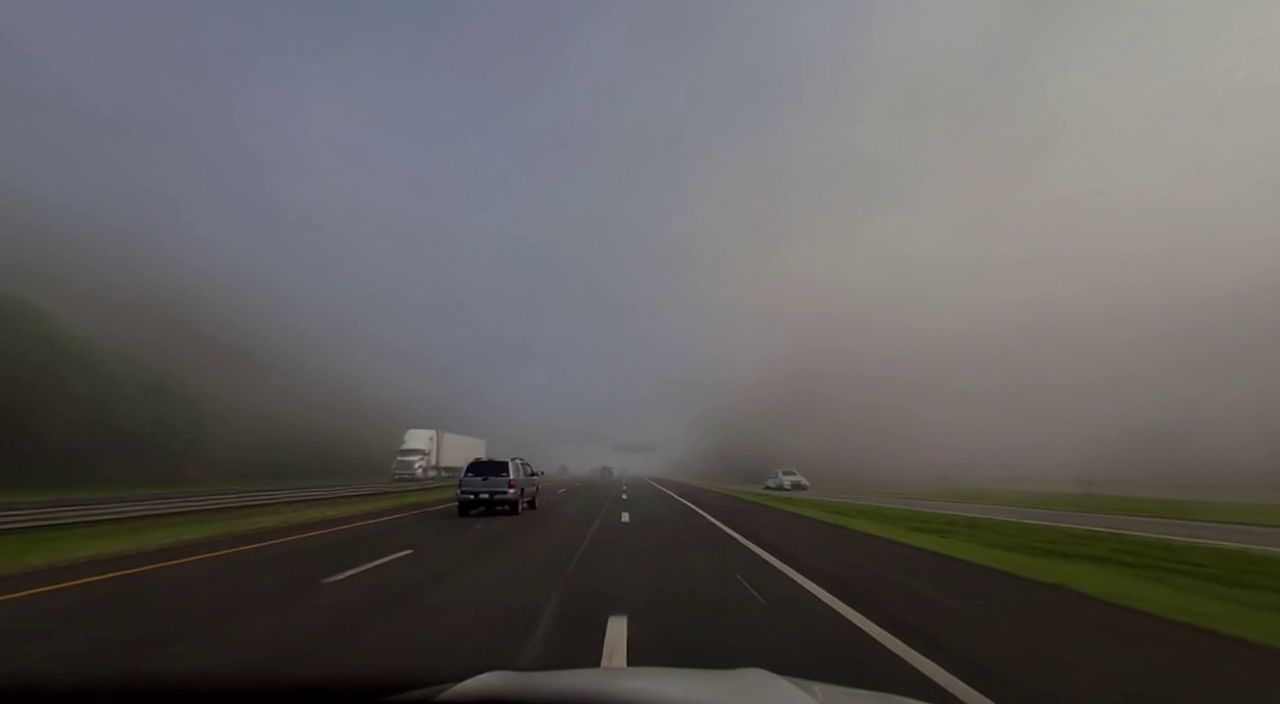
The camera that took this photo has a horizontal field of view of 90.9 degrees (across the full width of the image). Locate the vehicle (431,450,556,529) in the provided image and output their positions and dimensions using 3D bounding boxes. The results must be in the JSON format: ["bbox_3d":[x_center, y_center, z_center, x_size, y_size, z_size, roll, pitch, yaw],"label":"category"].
[{"bbox_3d":[-3.426,3.353,15.773,1.912,1.631,4.672,1,-11,1],"label":"vehicle"}]

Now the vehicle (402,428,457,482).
[{"bbox_3d":[-16.350,8.076,49.217,2.997,4.013,3.159,1,-10,-1],"label":"vehicle"}]

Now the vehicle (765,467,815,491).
[{"bbox_3d":[10.095,8.611,42.856,1.993,1.512,4.314,2,-11,-5],"label":"vehicle"}]
